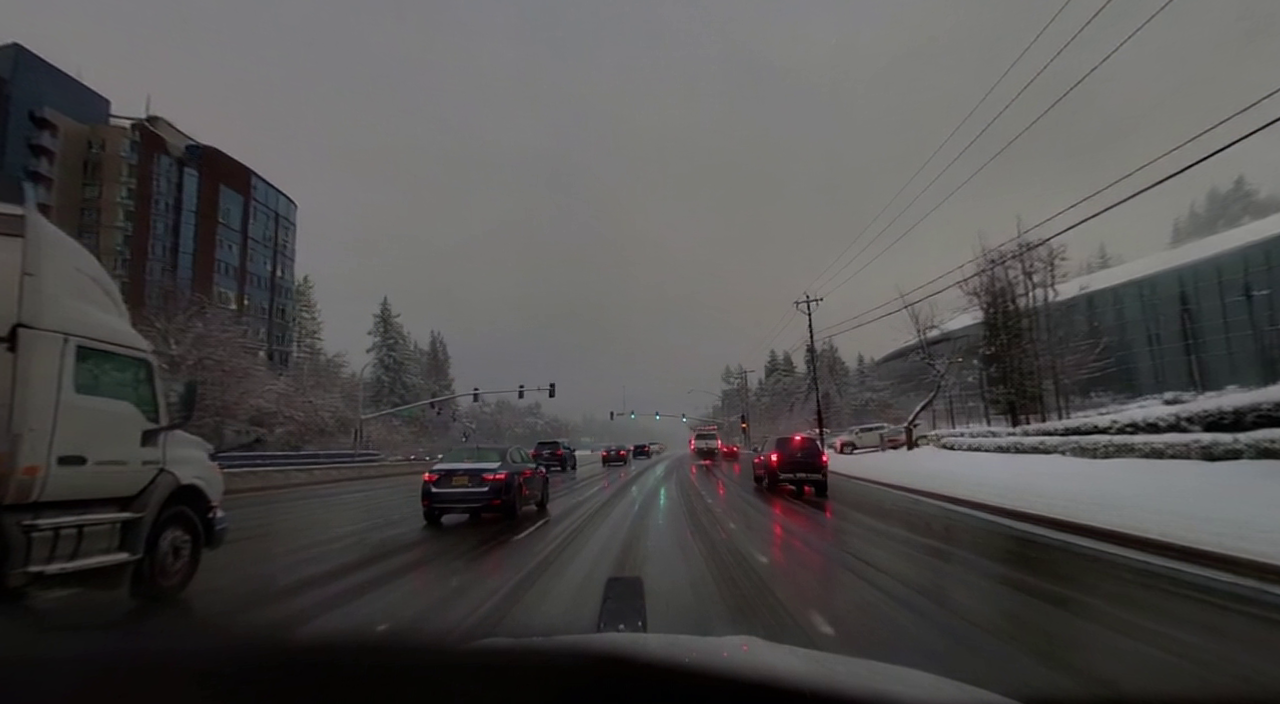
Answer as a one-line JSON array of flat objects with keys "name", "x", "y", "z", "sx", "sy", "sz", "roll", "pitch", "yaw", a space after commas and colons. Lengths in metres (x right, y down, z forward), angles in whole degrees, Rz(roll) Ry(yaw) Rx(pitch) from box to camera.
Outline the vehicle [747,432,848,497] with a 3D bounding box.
[{"name": "vehicle", "x": 5.069, "y": 3.676, "z": 20.913, "sx": 2.283, "sy": 1.923, "sz": 4.427, "roll": 0, "pitch": -8, "yaw": 1}]

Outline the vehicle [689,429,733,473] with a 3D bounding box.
[{"name": "vehicle", "x": 4.255, "y": 5.997, "z": 38.100, "sx": 2.457, "sy": 2.440, "sz": 5.486, "roll": -1, "pitch": -8, "yaw": 5}]

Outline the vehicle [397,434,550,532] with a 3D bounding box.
[{"name": "vehicle", "x": -3.099, "y": 2.502, "z": 12.580, "sx": 1.934, "sy": 1.643, "sz": 3.718, "roll": 0, "pitch": -8, "yaw": 2}]

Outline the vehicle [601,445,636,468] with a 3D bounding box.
[{"name": "vehicle", "x": -1.450, "y": 7.312, "z": 44.184, "sx": 1.984, "sy": 1.567, "sz": 4.311, "roll": -1, "pitch": -8, "yaw": 4}]

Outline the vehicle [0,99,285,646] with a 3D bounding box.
[{"name": "vehicle", "x": -6.382, "y": 0.369, "z": 6.163, "sx": 3.239, "sy": 4.055, "sz": 3.881, "roll": 0, "pitch": -8, "yaw": 1}]
